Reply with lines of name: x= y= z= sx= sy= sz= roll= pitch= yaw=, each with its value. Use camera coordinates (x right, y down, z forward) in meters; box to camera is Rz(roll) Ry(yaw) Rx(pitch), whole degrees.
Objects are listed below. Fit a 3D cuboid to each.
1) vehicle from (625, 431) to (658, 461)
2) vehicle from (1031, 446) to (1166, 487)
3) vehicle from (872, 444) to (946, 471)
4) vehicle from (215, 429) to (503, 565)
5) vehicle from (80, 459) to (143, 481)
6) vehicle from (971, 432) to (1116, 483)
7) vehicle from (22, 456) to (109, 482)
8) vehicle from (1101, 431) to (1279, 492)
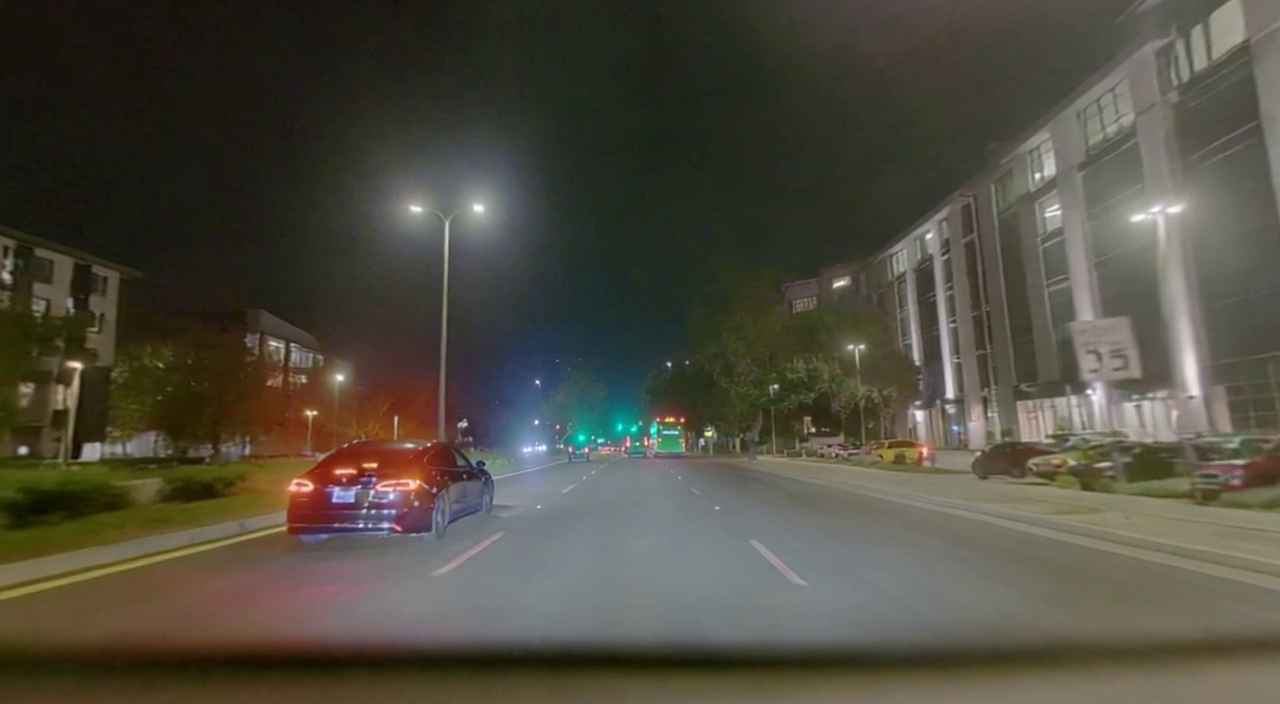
vehicle: x=0.065 y=7.120 z=47.703 sx=2.336 sy=2.122 sz=5.207 roll=0 pitch=-8 yaw=-1
vehicle: x=17.258 y=4.308 z=23.901 sx=3.722 sy=1.408 sz=1.766 roll=-1 pitch=-8 yaw=-1
vehicle: x=15.798 y=6.216 z=37.257 sx=3.495 sy=1.485 sz=1.806 roll=0 pitch=-8 yaw=-2
vehicle: x=-3.586 y=1.922 z=9.261 sx=2.120 sy=1.481 sz=4.535 roll=0 pitch=-8 yaw=0
vehicle: x=-39.525 y=8.824 z=47.343 sx=1.633 sy=1.433 sz=3.617 roll=0 pitch=-8 yaw=-1
vehicle: x=16.990 y=4.463 z=26.801 sx=4.520 sy=1.834 sz=2.167 roll=-3 pitch=-9 yaw=0
vehicle: x=-42.341 y=8.605 z=46.701 sx=2.037 sy=1.779 sz=4.609 roll=-2 pitch=-10 yaw=0
vehicle: x=16.513 y=3.148 z=18.357 sx=4.579 sy=1.623 sz=2.031 roll=0 pitch=-8 yaw=-1
